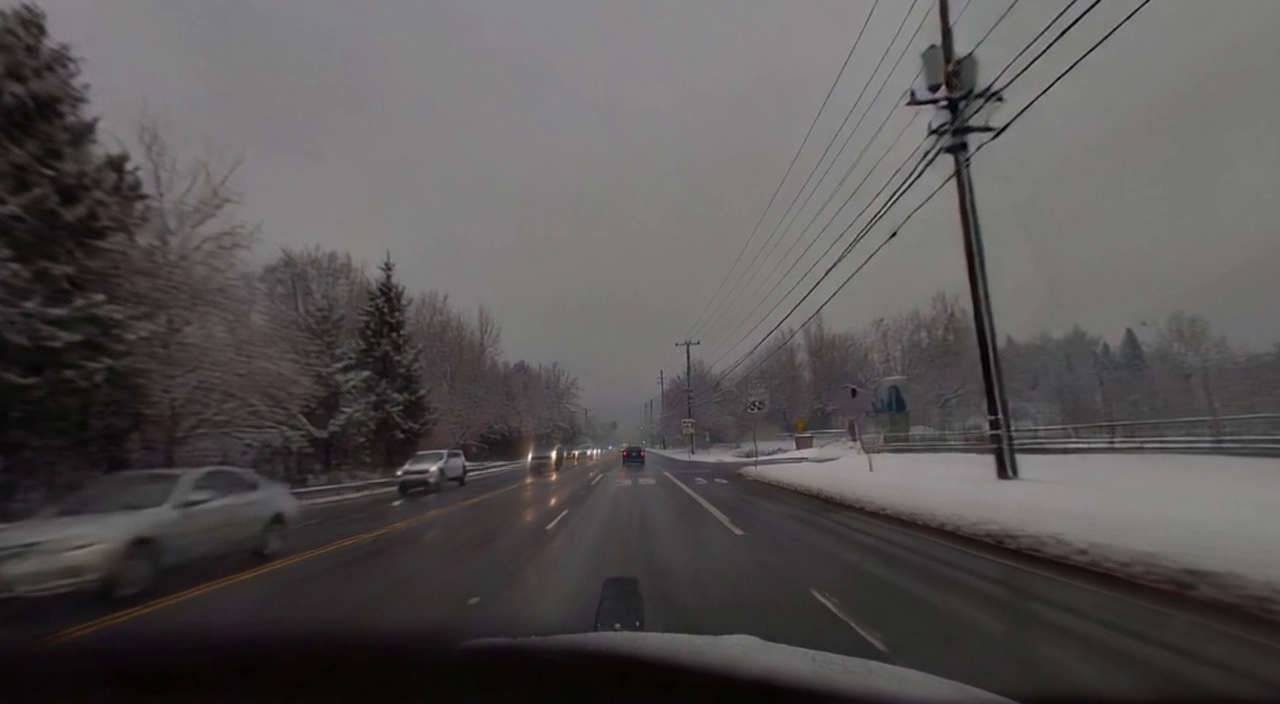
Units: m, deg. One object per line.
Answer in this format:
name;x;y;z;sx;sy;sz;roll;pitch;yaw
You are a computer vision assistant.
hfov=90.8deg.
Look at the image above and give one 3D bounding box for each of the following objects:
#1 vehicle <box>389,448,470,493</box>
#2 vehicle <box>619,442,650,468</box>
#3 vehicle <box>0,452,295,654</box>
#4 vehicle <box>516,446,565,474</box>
vehicle;-9.085;5.095;27.723;1.988;1.744;4.687;-1;-8;-1
vehicle;-0.421;7.510;46.204;2.163;1.746;4.073;0;-8;-2
vehicle;-5.801;1.805;6.553;2.030;1.445;4.321;-1;-8;0
vehicle;-6.509;7.116;41.851;2.305;1.685;5.690;-1;-8;0
